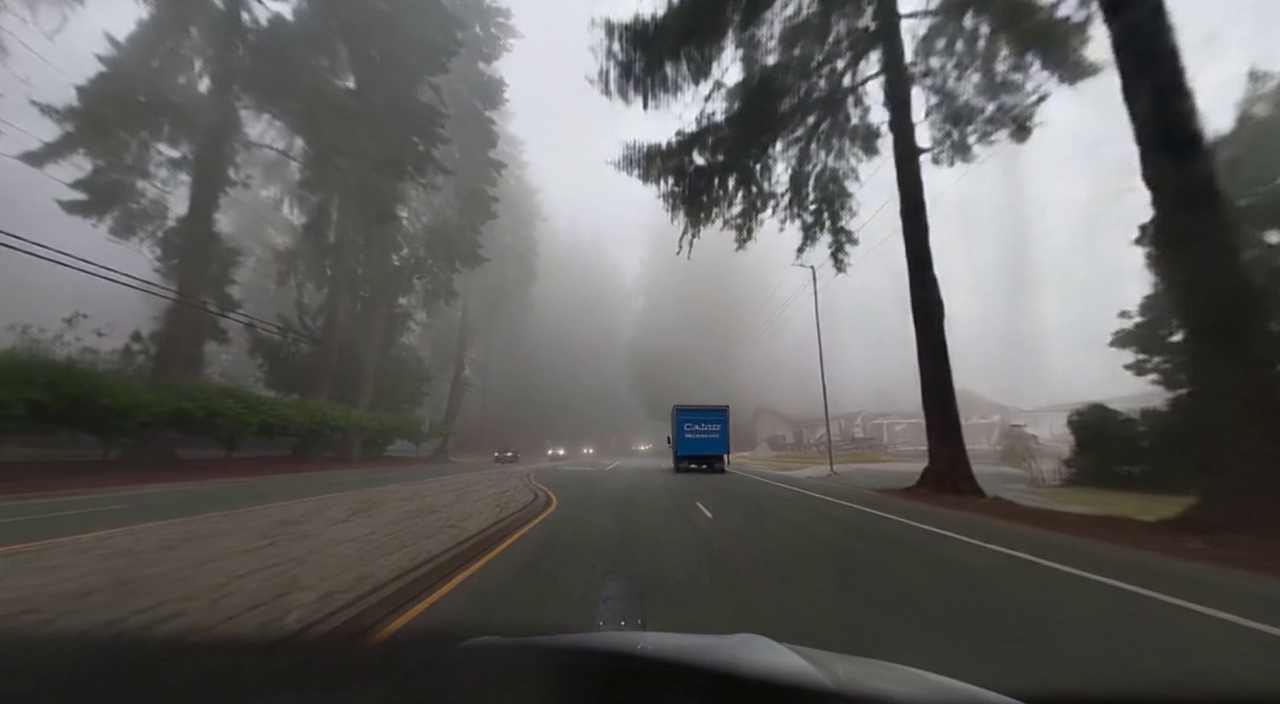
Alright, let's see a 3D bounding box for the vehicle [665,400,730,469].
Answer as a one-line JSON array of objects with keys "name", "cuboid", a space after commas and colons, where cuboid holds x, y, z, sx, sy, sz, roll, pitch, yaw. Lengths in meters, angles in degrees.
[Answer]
[{"name": "vehicle", "cuboid": [3.399, 5.308, 39.846, 2.973, 3.848, 9.336, 0, -8, -2]}]
